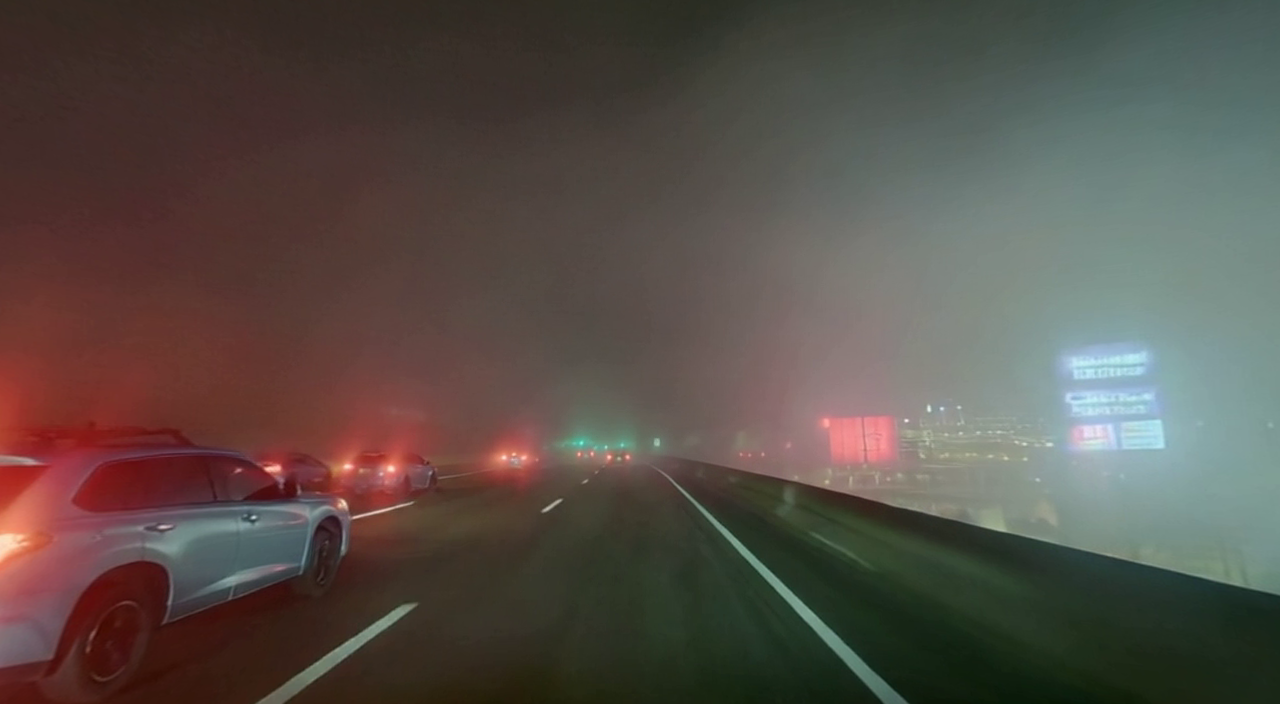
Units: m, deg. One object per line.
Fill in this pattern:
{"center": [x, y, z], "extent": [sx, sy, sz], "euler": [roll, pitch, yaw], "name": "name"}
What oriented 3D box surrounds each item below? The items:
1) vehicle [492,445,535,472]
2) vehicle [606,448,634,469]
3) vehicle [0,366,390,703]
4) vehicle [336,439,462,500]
{"center": [-8.465, 7.150, 42.617], "extent": [2.065, 1.689, 4.399], "euler": [0, -9, -1], "name": "vehicle"}
{"center": [-1.557, 8.183, 48.761], "extent": [2.110, 1.501, 4.319], "euler": [0, -9, -2], "name": "vehicle"}
{"center": [-3.733, 1.182, 4.352], "extent": [2.036, 1.717, 4.592], "euler": [0, -9, 1], "name": "vehicle"}
{"center": [-7.302, 3.592, 19.707], "extent": [2.075, 1.642, 4.638], "euler": [0, -9, 1], "name": "vehicle"}
